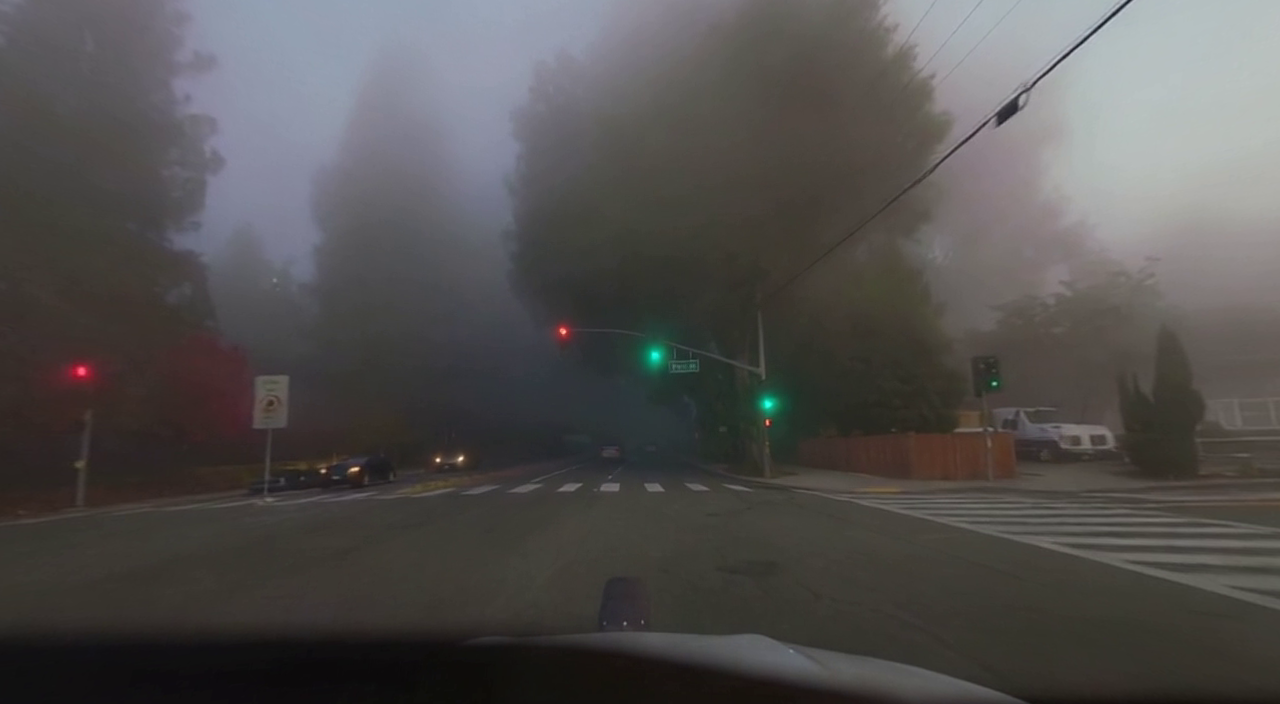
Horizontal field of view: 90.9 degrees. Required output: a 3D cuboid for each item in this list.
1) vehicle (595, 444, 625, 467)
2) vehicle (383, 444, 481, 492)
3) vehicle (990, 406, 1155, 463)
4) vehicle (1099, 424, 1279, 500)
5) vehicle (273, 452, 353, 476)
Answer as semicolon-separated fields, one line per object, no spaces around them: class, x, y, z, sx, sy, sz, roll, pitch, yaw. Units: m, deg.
vehicle;-2.278;8.026;49.128;2.084;1.701;4.734;0;-8;1
vehicle;-7.645;4.288;23.716;2.122;1.602;4.369;0;-8;1
vehicle;16.501;3.177;24.265;4.656;2.065;2.129;0;-8;3
vehicle;13.011;2.351;13.661;4.665;1.498;1.866;0;-8;-2
vehicle;-19.617;6.709;37.917;3.819;1.403;1.812;0;-9;-1
